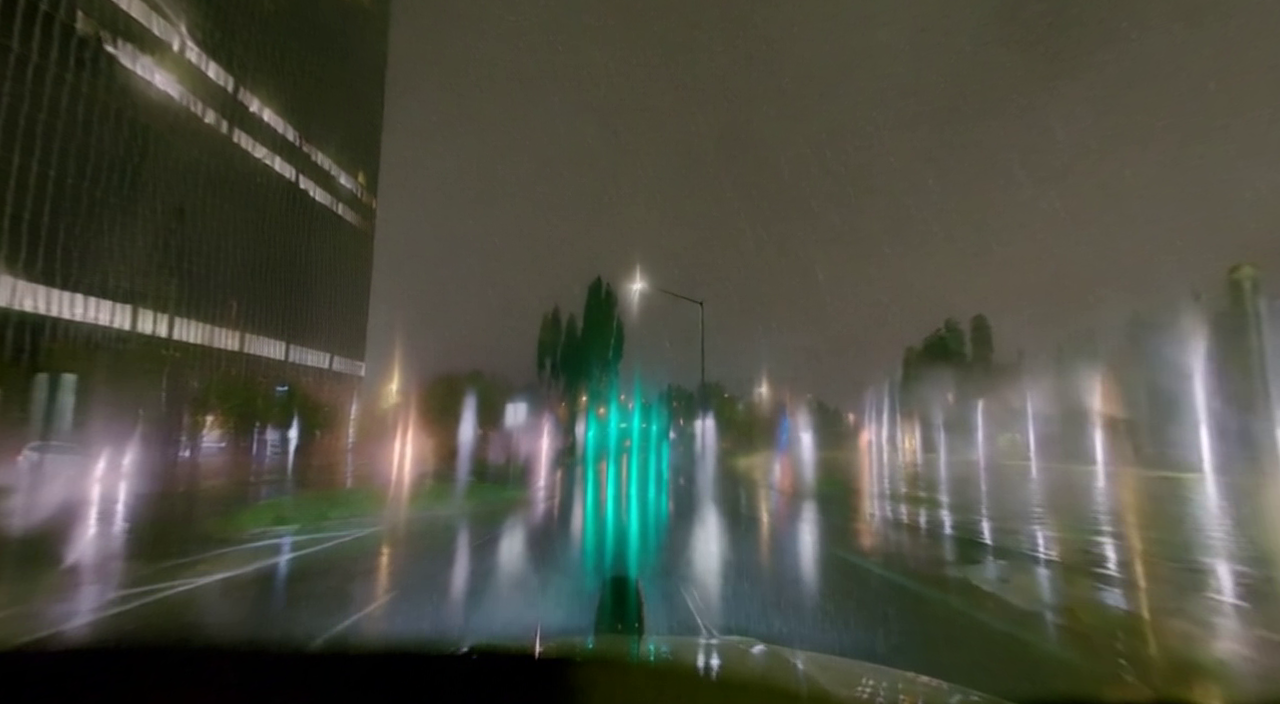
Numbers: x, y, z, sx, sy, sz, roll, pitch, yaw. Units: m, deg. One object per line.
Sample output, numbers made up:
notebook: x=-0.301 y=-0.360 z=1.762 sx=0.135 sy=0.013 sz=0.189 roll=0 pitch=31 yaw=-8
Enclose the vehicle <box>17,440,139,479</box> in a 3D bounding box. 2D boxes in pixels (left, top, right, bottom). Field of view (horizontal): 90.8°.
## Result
vehicle: x=-27.128 y=5.163 z=30.526 sx=4.473 sy=1.778 sz=2.125 roll=-2 pitch=-9 yaw=15
